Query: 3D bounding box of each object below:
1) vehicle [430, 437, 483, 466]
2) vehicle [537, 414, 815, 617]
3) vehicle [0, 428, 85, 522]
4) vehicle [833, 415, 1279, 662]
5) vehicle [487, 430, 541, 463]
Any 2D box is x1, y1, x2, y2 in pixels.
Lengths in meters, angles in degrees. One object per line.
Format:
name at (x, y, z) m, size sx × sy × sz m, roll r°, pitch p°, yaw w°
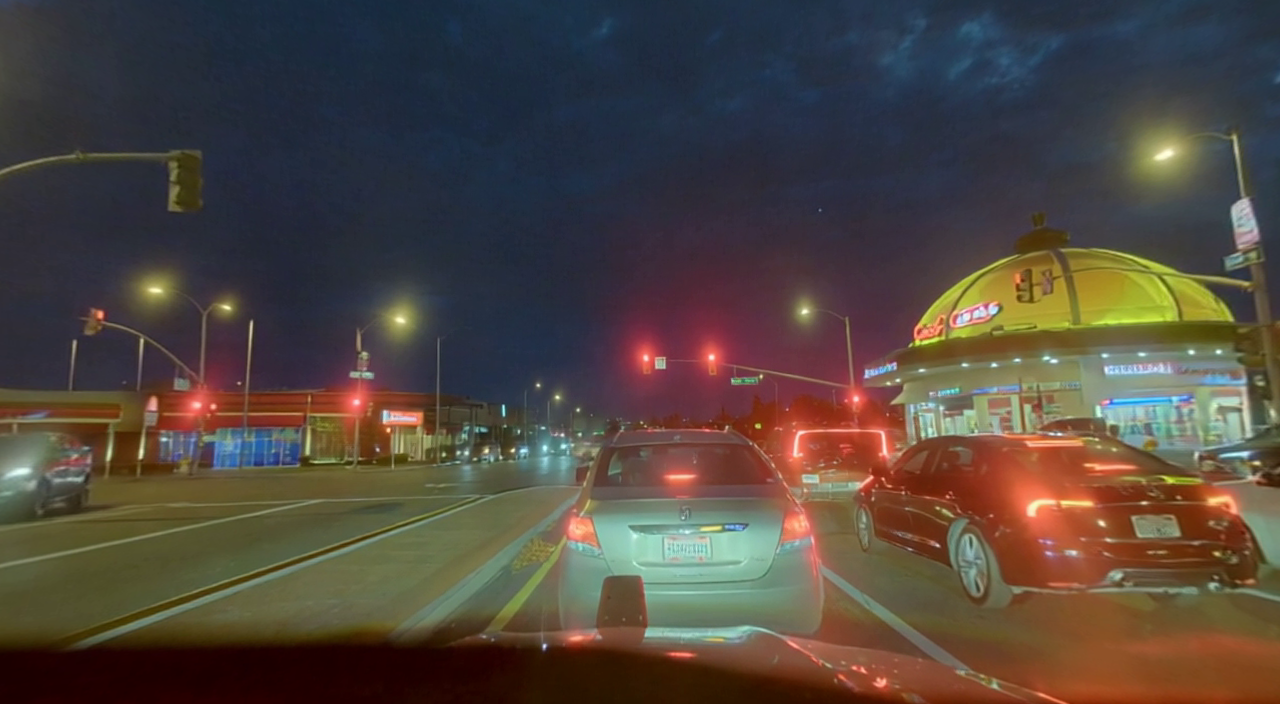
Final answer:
vehicle at (-12.117, 6.584, 41.907) m, size 2.122 × 1.829 × 4.559 m, roll 0°, pitch -8°, yaw 0°
vehicle at (0.214, 1.507, 6.731) m, size 2.073 × 1.496 × 3.892 m, roll 0°, pitch -8°, yaw -2°
vehicle at (-13.977, 2.631, 13.940) m, size 2.203 × 1.783 × 4.841 m, roll 6°, pitch -10°, yaw -38°
vehicle at (3.522, 1.460, 6.122) m, size 1.883 × 1.480 × 4.489 m, roll 0°, pitch -8°, yaw 0°
vehicle at (-8.811, 6.715, 44.663) m, size 2.710 × 2.022 × 5.889 m, roll -2°, pitch -9°, yaw -1°
